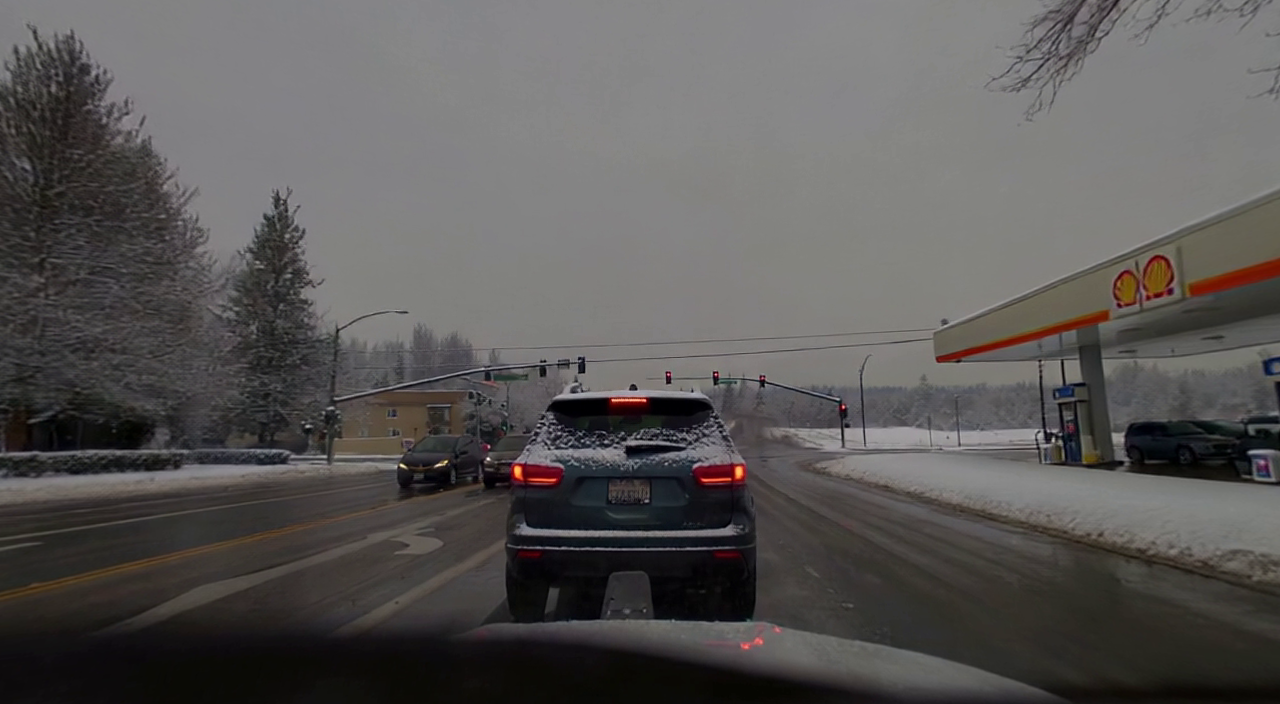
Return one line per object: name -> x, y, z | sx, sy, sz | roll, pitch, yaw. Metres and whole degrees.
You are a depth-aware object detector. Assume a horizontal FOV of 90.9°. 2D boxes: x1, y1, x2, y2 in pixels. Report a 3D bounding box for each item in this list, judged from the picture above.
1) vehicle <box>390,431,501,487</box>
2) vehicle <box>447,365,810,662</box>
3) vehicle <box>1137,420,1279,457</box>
vehicle -> -6.647, 3.710, 22.162 | 2.065, 1.753, 4.525 | -1, -9, 6
vehicle -> 0.012, 1.316, 6.127 | 2.236, 1.819, 4.291 | -1, -9, 3
vehicle -> 25.942, 3.965, 28.782 | 4.551, 1.616, 1.973 | -2, -9, 11
